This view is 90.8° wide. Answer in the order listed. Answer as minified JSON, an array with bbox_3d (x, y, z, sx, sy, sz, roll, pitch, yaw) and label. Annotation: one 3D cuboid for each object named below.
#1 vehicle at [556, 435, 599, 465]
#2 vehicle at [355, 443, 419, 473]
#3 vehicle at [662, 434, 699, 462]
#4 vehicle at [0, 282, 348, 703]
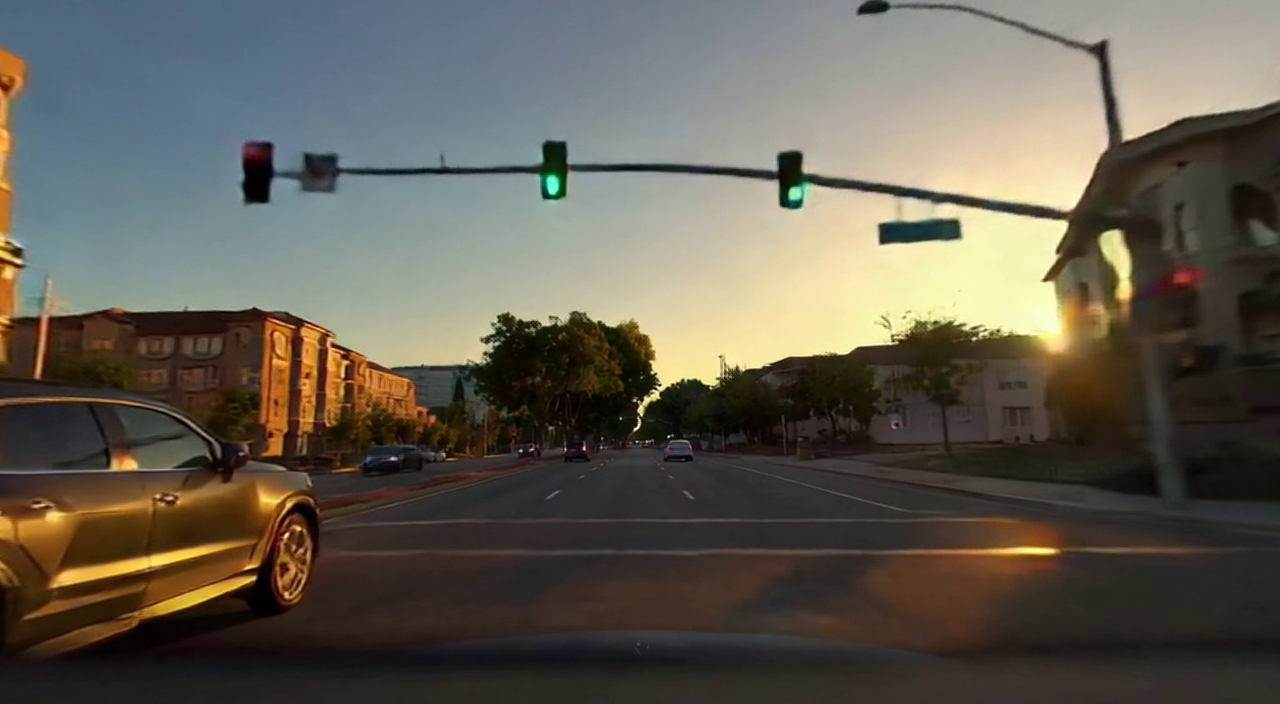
[{"bbox_3d":[-3.693,5.869,37.939,2.083,1.685,4.069,0,-8,1],"label":"vehicle"},{"bbox_3d":[-15.509,6.503,39.014,2.031,1.702,4.612,0,-8,0],"label":"vehicle"},{"bbox_3d":[2.617,6.302,41.492,2.018,1.719,4.369,0,-8,-1],"label":"vehicle"},{"bbox_3d":[-3.685,0.767,2.834,2.225,1.984,5.168,0,-8,1],"label":"vehicle"}]
